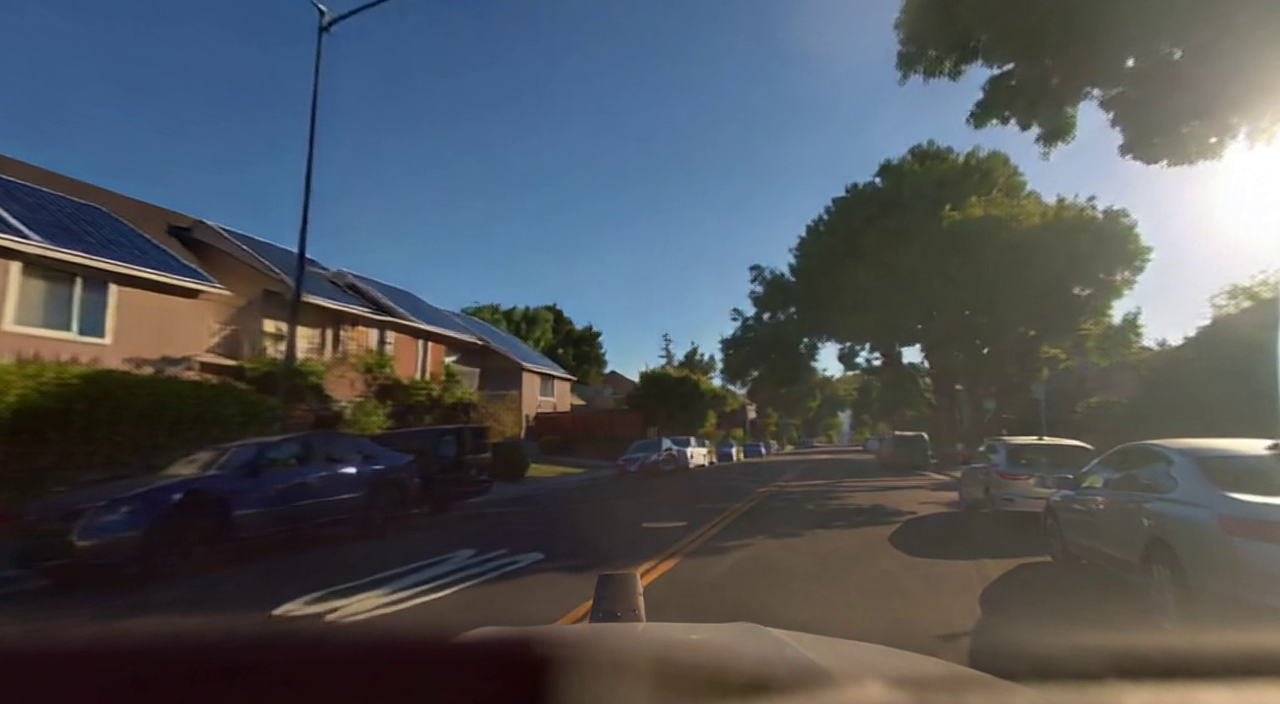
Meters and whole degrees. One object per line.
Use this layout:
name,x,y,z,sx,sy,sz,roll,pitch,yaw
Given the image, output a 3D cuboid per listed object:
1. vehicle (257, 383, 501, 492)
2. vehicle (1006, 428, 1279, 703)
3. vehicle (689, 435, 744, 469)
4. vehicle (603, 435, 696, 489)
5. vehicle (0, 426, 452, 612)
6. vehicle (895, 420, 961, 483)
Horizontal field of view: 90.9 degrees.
vehicle,-6.408,2.115,15.675,5.210,2.370,2.336,-2,-8,17
vehicle,4.555,1.354,4.884,1.969,1.478,4.632,-3,-8,18
vehicle,4.032,5.231,32.703,1.818,1.563,4.483,-6,-11,18
vehicle,0.471,3.786,22.215,1.901,1.472,4.676,-7,-8,17
vehicle,-4.438,1.670,7.533,1.848,1.406,4.601,-5,-7,18
vehicle,12.718,4.369,28.114,2.215,2.542,4.550,-2,-8,20
